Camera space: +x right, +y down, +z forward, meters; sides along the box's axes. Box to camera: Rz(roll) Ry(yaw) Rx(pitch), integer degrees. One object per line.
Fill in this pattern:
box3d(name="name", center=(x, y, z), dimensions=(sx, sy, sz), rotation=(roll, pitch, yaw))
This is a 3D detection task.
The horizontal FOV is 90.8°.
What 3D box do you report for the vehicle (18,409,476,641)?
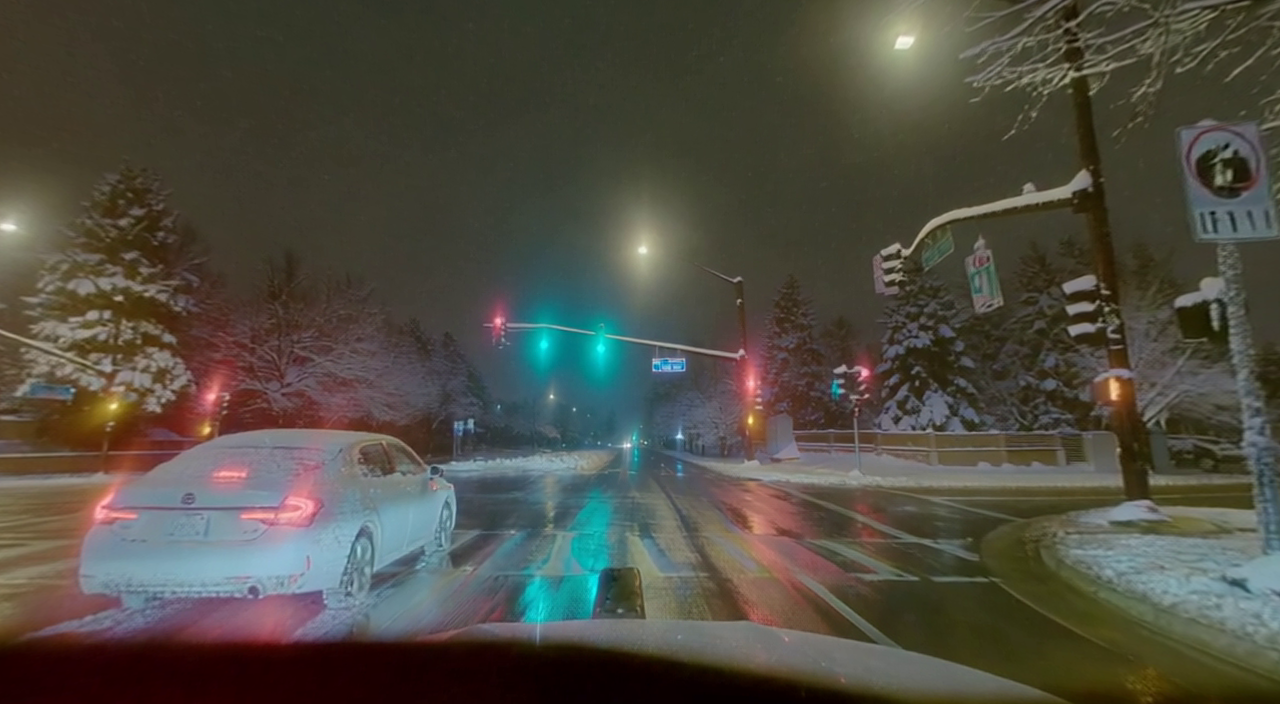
box3d(name="vehicle", center=(-3.331, 1.540, 6.727), dimensions=(2.076, 1.599, 4.483), rotation=(0, -9, -2))
